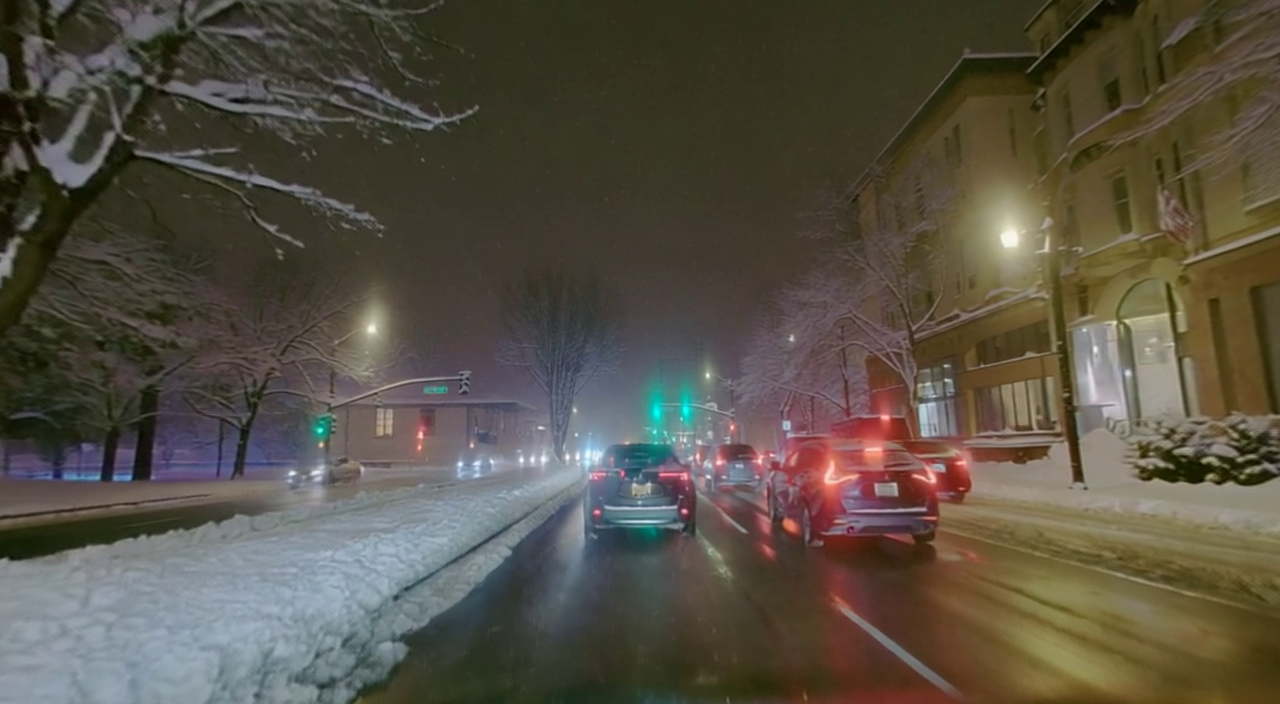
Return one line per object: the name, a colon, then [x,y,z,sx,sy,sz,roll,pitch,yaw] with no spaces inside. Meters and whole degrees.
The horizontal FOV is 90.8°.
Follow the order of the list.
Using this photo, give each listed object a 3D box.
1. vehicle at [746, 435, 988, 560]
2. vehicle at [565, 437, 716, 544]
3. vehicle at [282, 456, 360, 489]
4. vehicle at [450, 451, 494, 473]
vehicle: [3.129,2.090,9.943,1.995,1.483,4.533,0,-8,-2]
vehicle: [-0.040,2.254,10.983,2.105,1.474,4.127,0,-8,-1]
vehicle: [-16.543,6.241,33.034,1.864,1.489,4.346,0,-8,0]
vehicle: [-12.551,8.264,47.604,2.020,1.533,4.620,0,-8,0]
